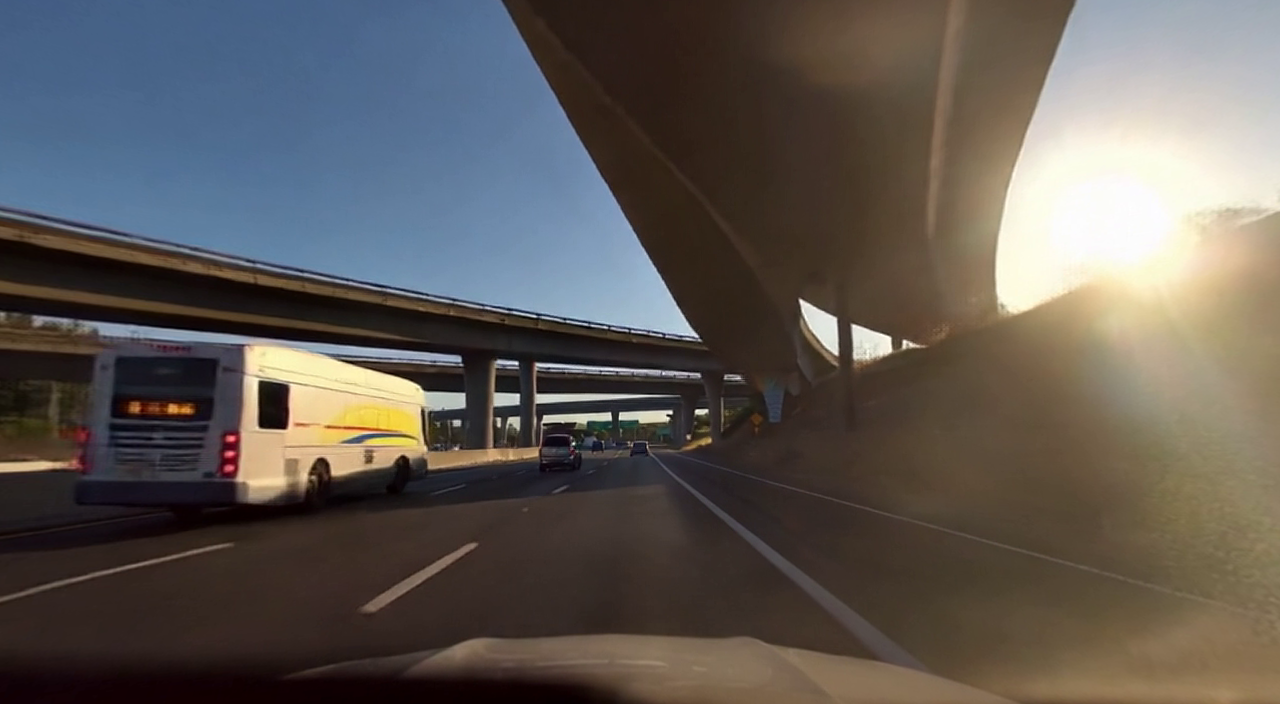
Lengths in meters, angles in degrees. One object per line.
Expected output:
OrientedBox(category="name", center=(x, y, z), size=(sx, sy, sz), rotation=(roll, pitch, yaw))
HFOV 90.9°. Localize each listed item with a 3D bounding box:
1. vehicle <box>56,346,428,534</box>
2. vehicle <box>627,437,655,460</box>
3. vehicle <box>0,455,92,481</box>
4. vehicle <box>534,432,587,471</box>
OrientedBox(category="vehicle", center=(-7.507, 1.965, 13.818), size=(2.872, 2.890, 7.923), rotation=(1, -9, 0))
OrientedBox(category="vehicle", center=(0.032, 7.461, 48.722), size=(2.052, 1.711, 4.223), rotation=(0, -8, -1))
OrientedBox(category="vehicle", center=(-36.116, 7.000, 38.307), size=(1.787, 1.415, 4.159), rotation=(-1, -9, 2))
OrientedBox(category="vehicle", center=(-4.226, 5.404, 34.342), size=(2.147, 1.918, 4.834), rotation=(0, -8, 1))
